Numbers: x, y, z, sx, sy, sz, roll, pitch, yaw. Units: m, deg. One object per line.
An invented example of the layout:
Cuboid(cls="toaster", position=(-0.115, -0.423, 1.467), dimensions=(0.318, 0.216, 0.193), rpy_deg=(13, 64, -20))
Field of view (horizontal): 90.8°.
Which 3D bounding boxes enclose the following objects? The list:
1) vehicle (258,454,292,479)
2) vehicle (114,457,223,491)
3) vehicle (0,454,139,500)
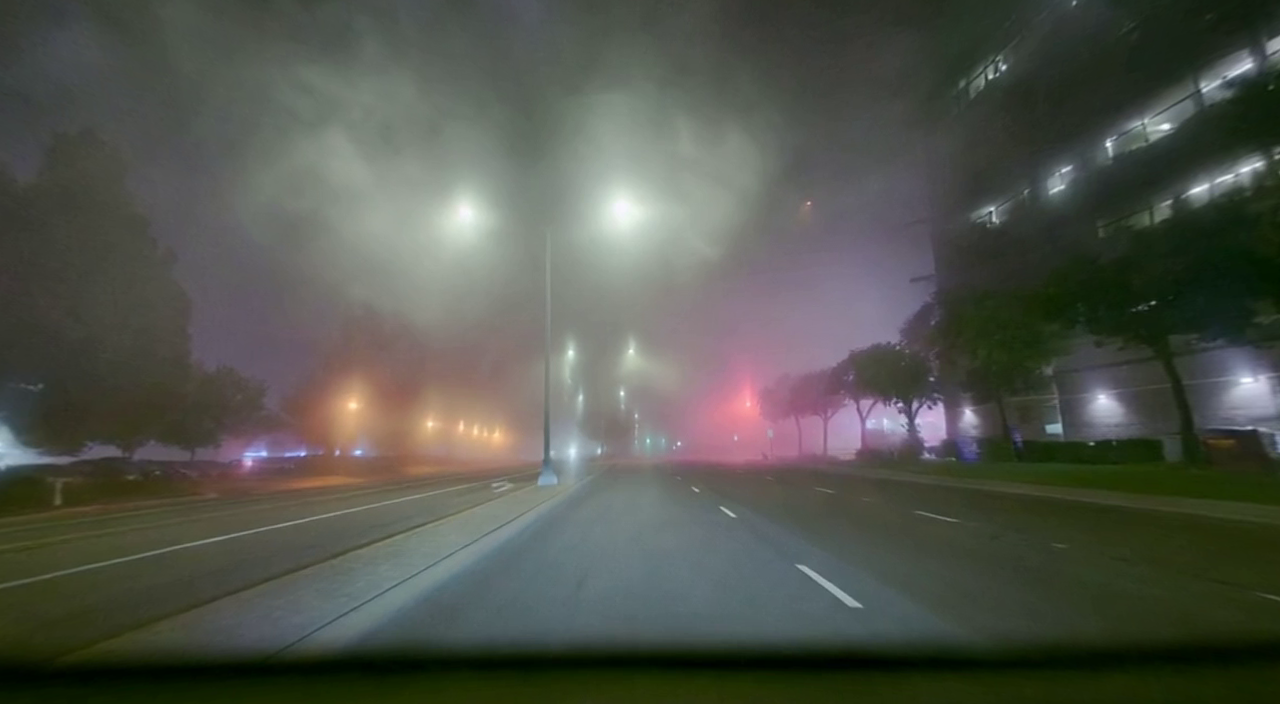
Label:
Cuboid(cls="vehicle", position=(-26.923, 8.422, 46.624), dimensions=(1.969, 1.682, 4.542), rpy_deg=(5, -10, -30))
Cuboid(cls="vehicle", position=(-25.504, 6.588, 34.293), dimensions=(1.930, 1.600, 4.411), rpy_deg=(-13, -14, 44))
Cuboid(cls="vehicle", position=(-25.448, 5.545, 28.410), dimensions=(2.080, 1.812, 4.737), rpy_deg=(0, -8, -3))
